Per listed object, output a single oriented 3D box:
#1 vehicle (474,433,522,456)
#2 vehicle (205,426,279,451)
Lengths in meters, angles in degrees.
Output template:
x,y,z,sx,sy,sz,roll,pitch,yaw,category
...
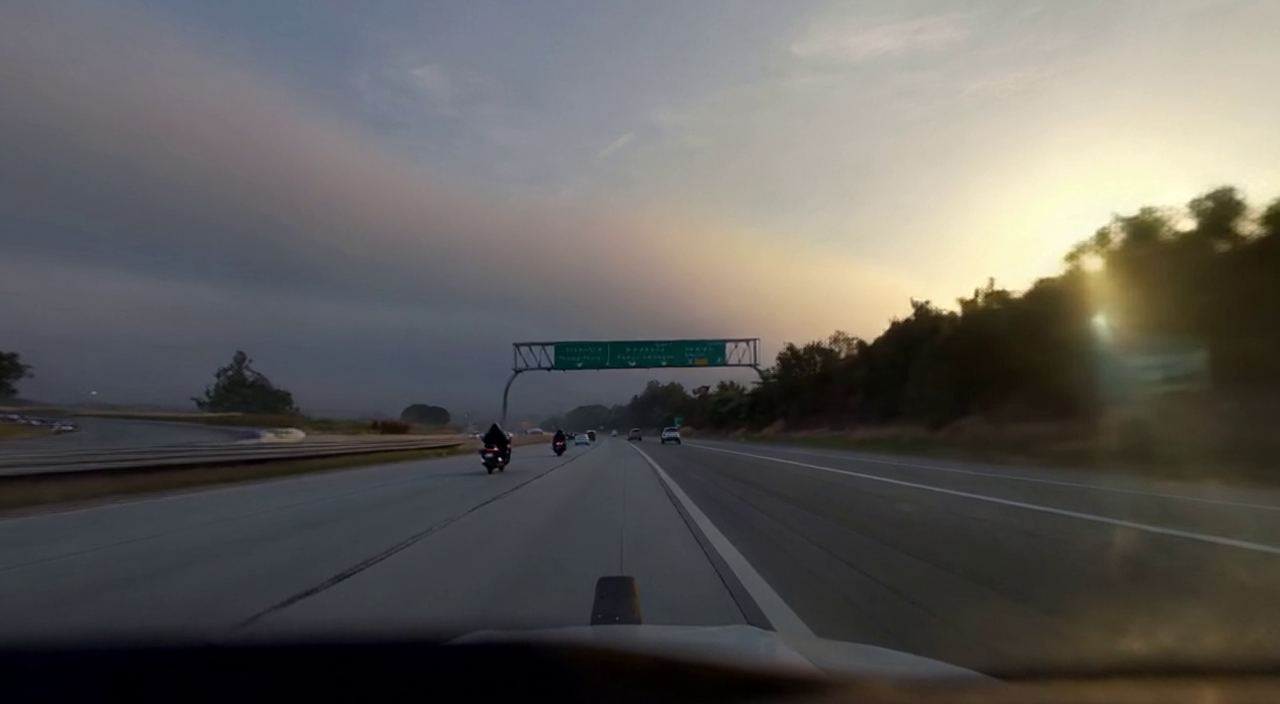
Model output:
x,y,z,sx,sy,sz,roll,pitch,yaw,category
-9.152,5.998,41.010,2.053,1.409,4.704,0,-7,0,vehicle
-24.602,5.368,39.145,1.849,1.465,4.363,0,-7,-2,vehicle
